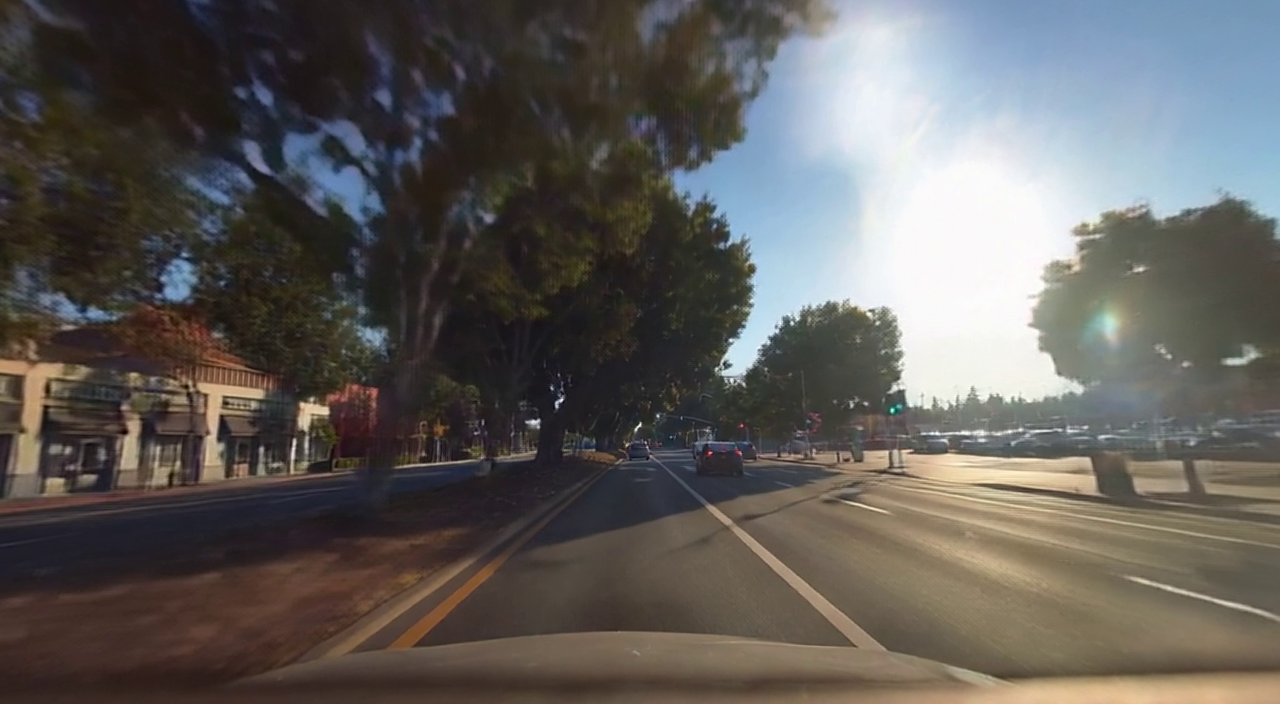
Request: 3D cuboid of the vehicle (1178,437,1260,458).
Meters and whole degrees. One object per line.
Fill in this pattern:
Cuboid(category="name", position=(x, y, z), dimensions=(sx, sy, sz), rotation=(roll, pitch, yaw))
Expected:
Cuboid(category="vehicle", position=(43.350, 7.165, 47.404), dimensions=(1.901, 1.411, 4.378), rotation=(-2, -9, -1))

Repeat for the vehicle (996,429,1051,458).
Cuboid(category="vehicle", position=(28.914, 6.939, 47.820), dimensions=(2.501, 2.045, 5.267), rotation=(-3, -9, 20))

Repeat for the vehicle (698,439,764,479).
Cuboid(category="vehicle", position=(3.657, 4.380, 26.156), dimensions=(1.983, 1.482, 4.463), rotation=(0, -9, -1))

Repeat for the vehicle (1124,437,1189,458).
Cuboid(category="vehicle", position=(38.579, 7.163, 47.267), dimensions=(1.700, 1.429, 3.674), rotation=(-1, -9, 1))

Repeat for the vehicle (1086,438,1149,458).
Cuboid(category="vehicle", position=(36.015, 7.291, 47.771), dimensions=(1.819, 1.436, 4.046), rotation=(-1, -9, 5))
